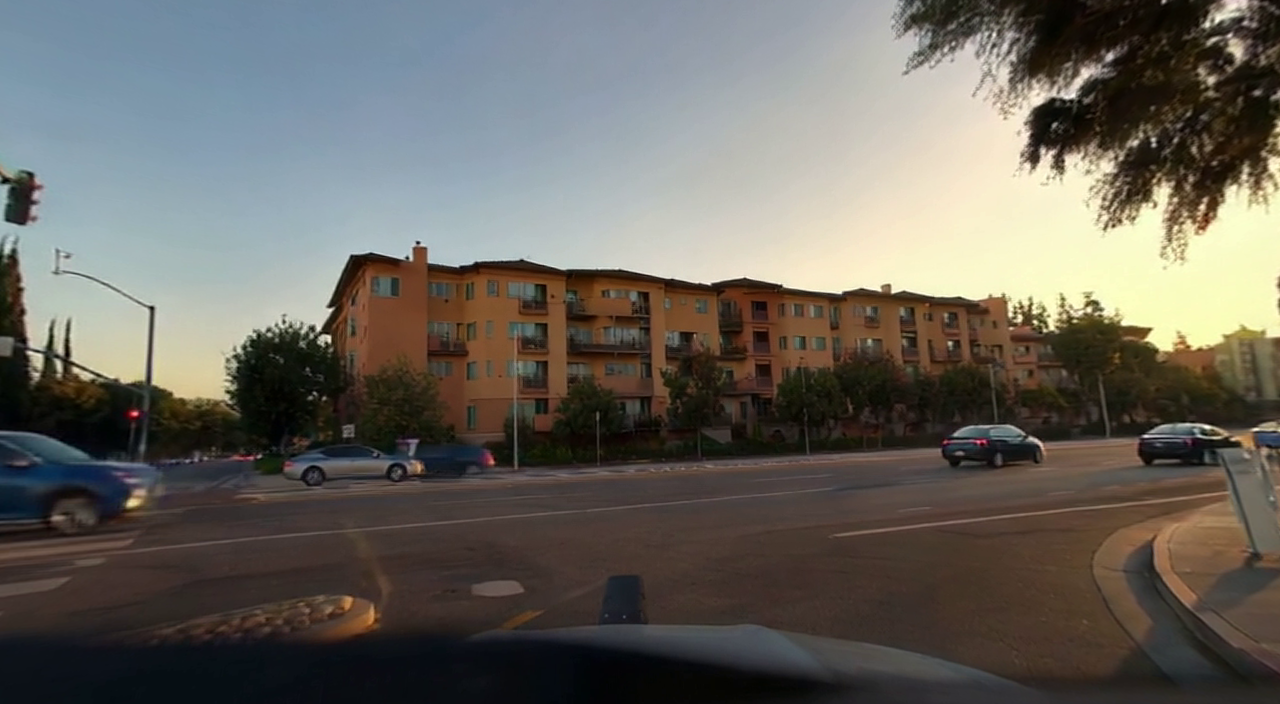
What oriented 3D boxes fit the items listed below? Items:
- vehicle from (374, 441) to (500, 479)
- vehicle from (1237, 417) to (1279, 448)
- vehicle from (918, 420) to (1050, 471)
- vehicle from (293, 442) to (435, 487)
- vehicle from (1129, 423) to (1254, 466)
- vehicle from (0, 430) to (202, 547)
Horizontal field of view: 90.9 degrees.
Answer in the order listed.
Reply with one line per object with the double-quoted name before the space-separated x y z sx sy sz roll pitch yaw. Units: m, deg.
"vehicle" -8.623 4.577 26.943 4.751 1.487 1.888 5 -10 -30
"vehicle" 37.339 4.758 36.981 4.711 1.688 1.915 5 -10 -30
"vehicle" 12.652 3.426 23.140 4.683 1.678 1.981 5 -10 -30
"vehicle" -9.653 3.894 22.154 4.289 1.415 1.774 5 -10 -31
"vehicle" 20.304 3.397 23.199 4.521 1.433 1.943 5 -10 -29
"vehicle" -9.701 2.032 9.610 4.734 1.633 1.829 4 -9 -30
